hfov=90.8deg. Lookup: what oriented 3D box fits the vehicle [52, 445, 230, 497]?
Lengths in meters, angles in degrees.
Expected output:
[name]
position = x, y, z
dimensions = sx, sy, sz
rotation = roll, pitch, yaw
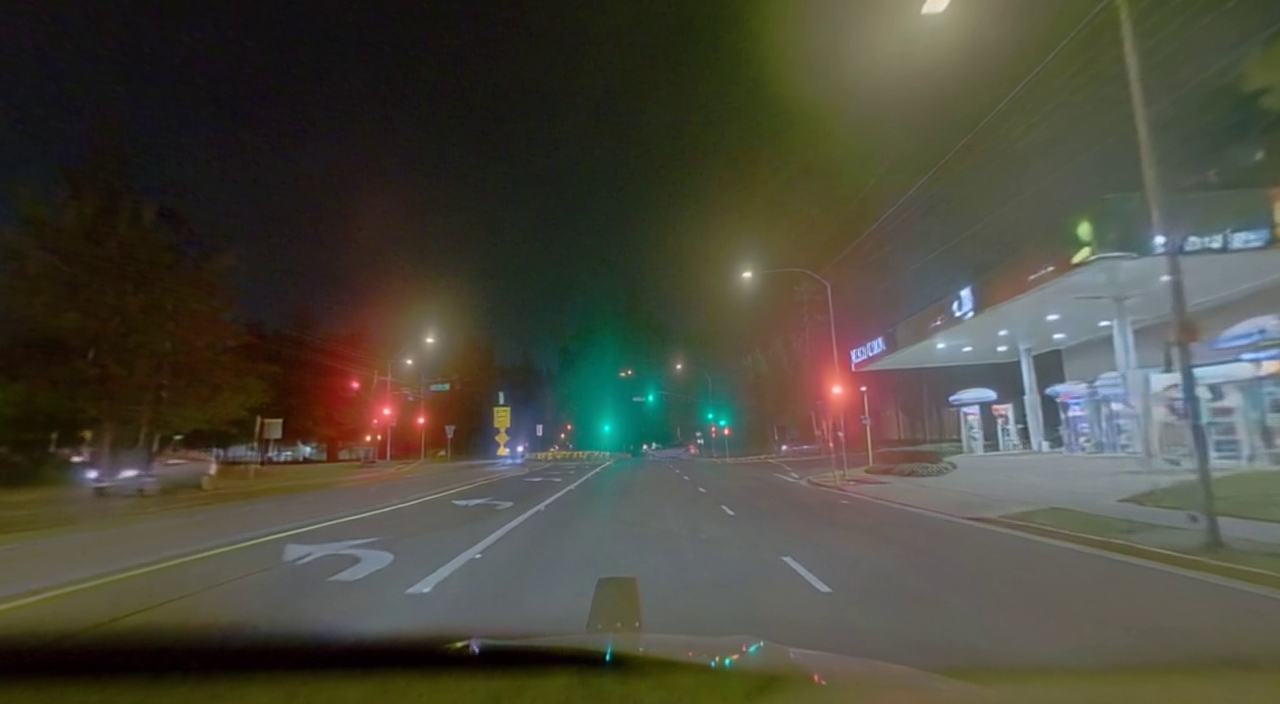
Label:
[vehicle]
position = -16.241, 3.850, 20.953
dimensions = 1.911, 1.478, 4.601
rotation = -1, -8, 4
